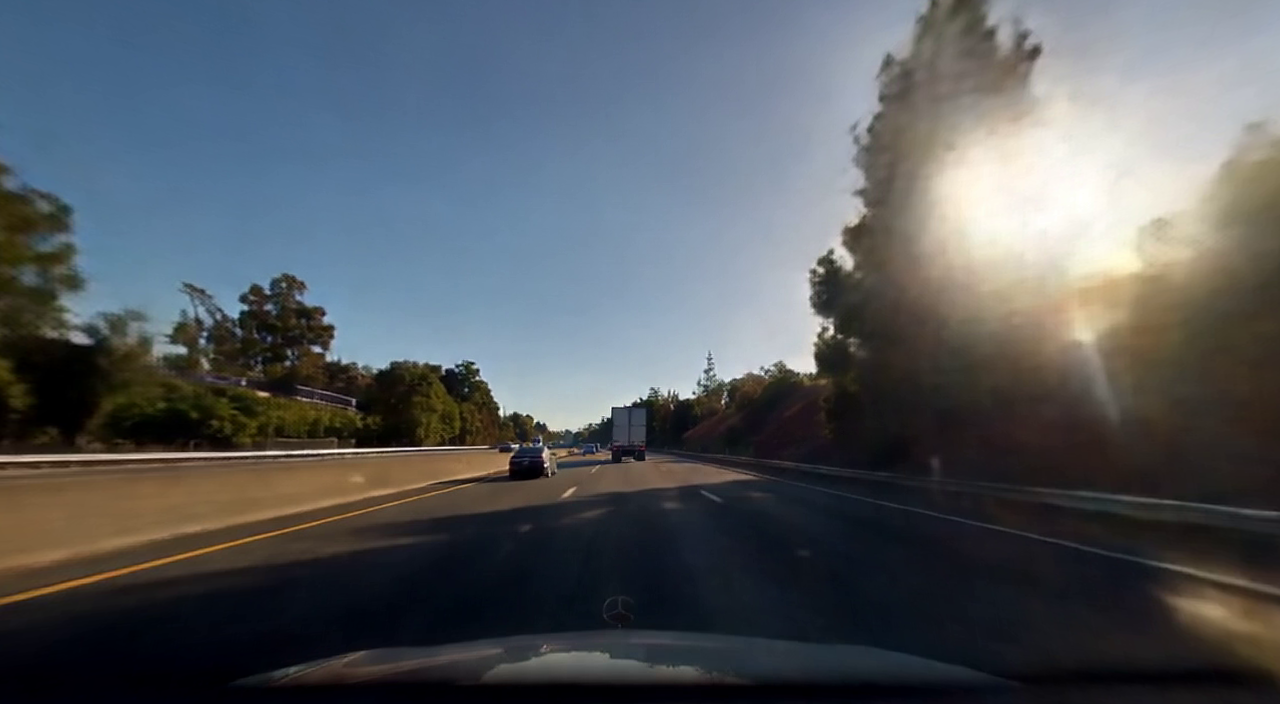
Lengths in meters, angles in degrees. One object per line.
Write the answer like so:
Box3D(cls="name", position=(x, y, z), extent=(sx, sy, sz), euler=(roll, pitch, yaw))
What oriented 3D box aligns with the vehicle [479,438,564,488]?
Box3D(cls="vehicle", position=(-3.931, 3.784, 21.599), extent=(2.057, 1.519, 4.372), euler=(0, -9, 1))
